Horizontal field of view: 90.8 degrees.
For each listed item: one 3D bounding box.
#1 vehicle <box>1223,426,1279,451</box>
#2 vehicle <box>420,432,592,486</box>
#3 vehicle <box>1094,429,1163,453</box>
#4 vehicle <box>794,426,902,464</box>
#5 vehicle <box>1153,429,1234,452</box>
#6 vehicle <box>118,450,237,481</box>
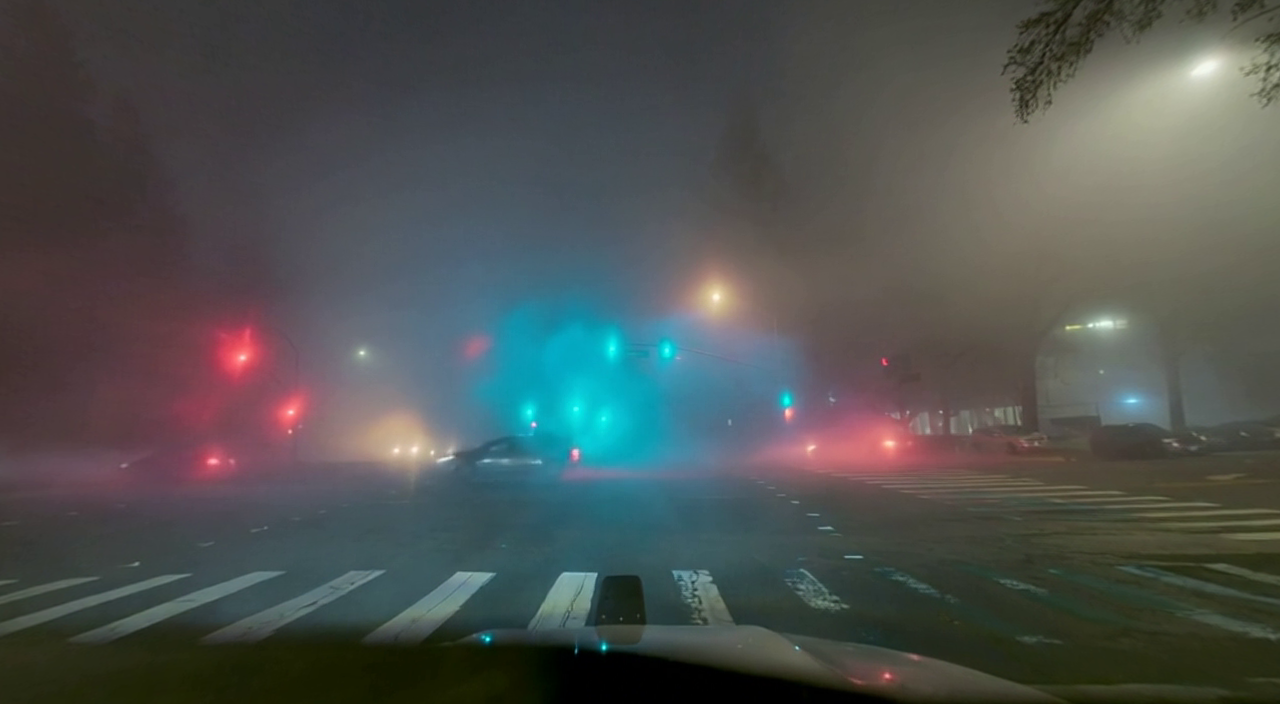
[{"bbox_3d":[42.238,5.737,41.947,2.037,1.614,5.175,0,-8,0],"label":"vehicle"},{"bbox_3d":[-4.072,3.236,19.426,4.916,1.504,1.846,2,-9,-15],"label":"vehicle"},{"bbox_3d":[33.227,6.095,43.114,2.090,1.494,4.321,-3,-9,14],"label":"vehicle"},{"bbox_3d":[9.992,4.488,30.421,4.571,1.698,1.977,-5,-10,28],"label":"vehicle"},{"bbox_3d":[36.550,5.876,41.856,1.726,1.429,4.163,-1,-8,2],"label":"vehicle"},{"bbox_3d":[-21.029,5.178,28.851,4.046,1.306,1.719,0,-8,0],"label":"vehicle"}]
